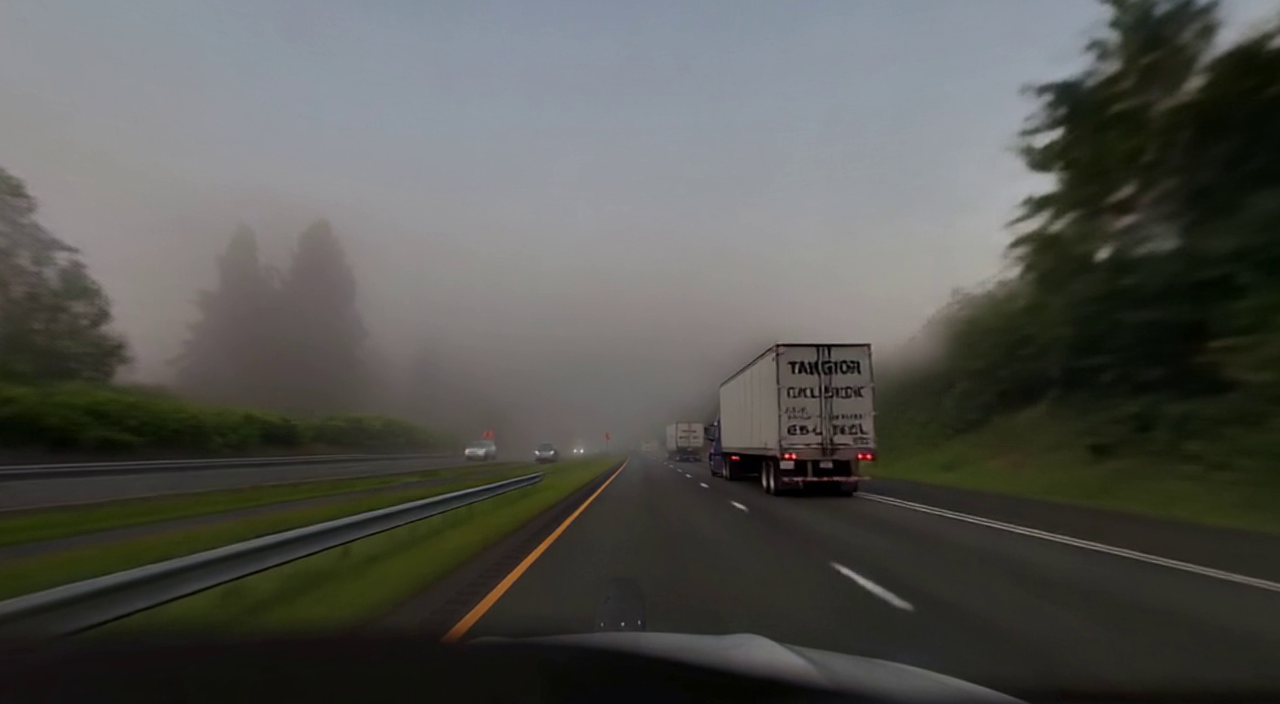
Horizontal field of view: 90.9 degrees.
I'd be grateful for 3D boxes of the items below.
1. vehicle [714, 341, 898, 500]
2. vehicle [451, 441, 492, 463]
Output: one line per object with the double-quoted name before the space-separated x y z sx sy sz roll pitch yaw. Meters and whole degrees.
"vehicle" 5.061 2.828 23.316 2.929 4.093 14.258 0 -9 0
"vehicle" -11.583 6.906 43.580 1.794 1.456 3.754 0 -9 1
